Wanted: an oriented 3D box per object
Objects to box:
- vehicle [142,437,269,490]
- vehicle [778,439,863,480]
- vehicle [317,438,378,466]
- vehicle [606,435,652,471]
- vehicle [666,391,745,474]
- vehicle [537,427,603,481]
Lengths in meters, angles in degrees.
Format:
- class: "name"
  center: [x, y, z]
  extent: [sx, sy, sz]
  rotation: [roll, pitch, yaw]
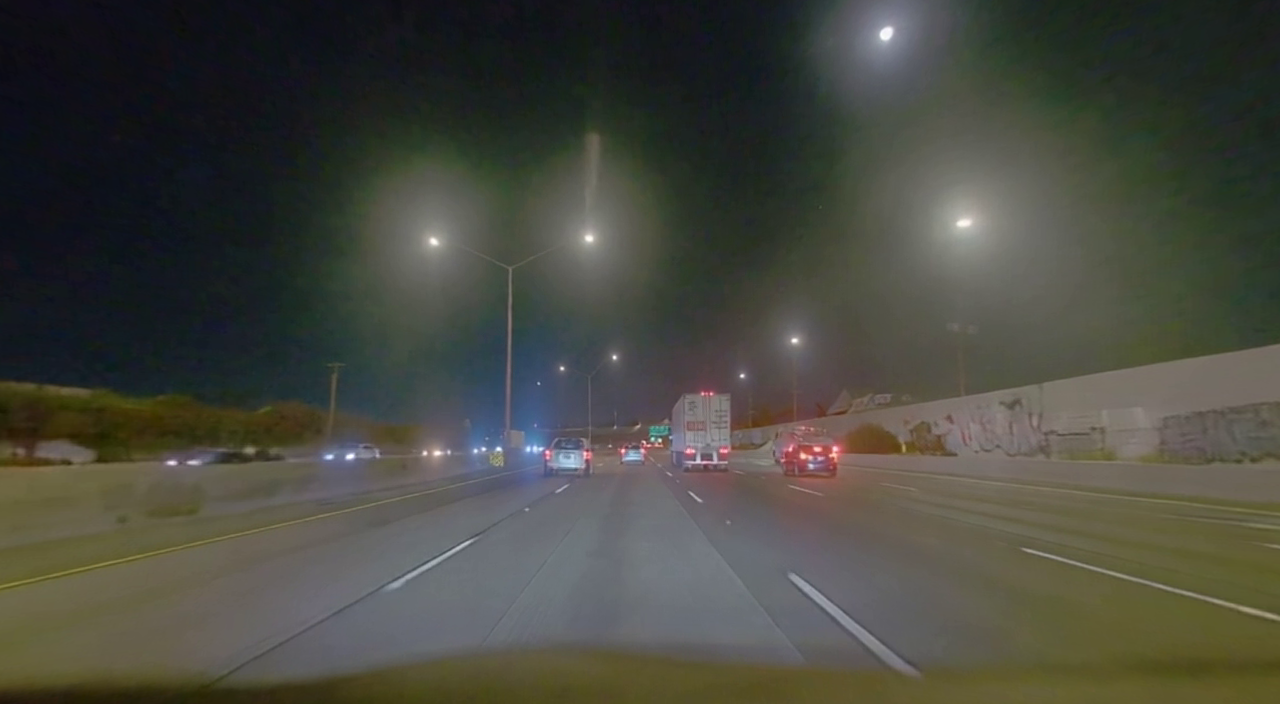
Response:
- class: "vehicle"
  center: [-13.188, 3.393, 19.440]
  extent: [1.466, 1.474, 3.337]
  rotation: [0, -9, 1]
- class: "vehicle"
  center: [7.041, 4.240, 25.141]
  extent: [1.915, 1.476, 4.677]
  rotation: [0, -9, -1]
- class: "vehicle"
  center: [-17.344, 5.932, 37.609]
  extent: [1.833, 1.541, 3.656]
  rotation: [0, -9, 0]
- class: "vehicle"
  center: [-0.528, 5.106, 31.980]
  extent: [2.191, 1.685, 4.015]
  rotation: [0, -9, -1]
- class: "vehicle"
  center: [3.274, 4.530, 34.754]
  extent: [2.976, 3.806, 10.591]
  rotation: [0, -9, -1]
- class: "vehicle"
  center: [-2.573, 3.920, 24.449]
  extent: [2.249, 1.843, 5.176]
  rotation: [1, -9, -4]
